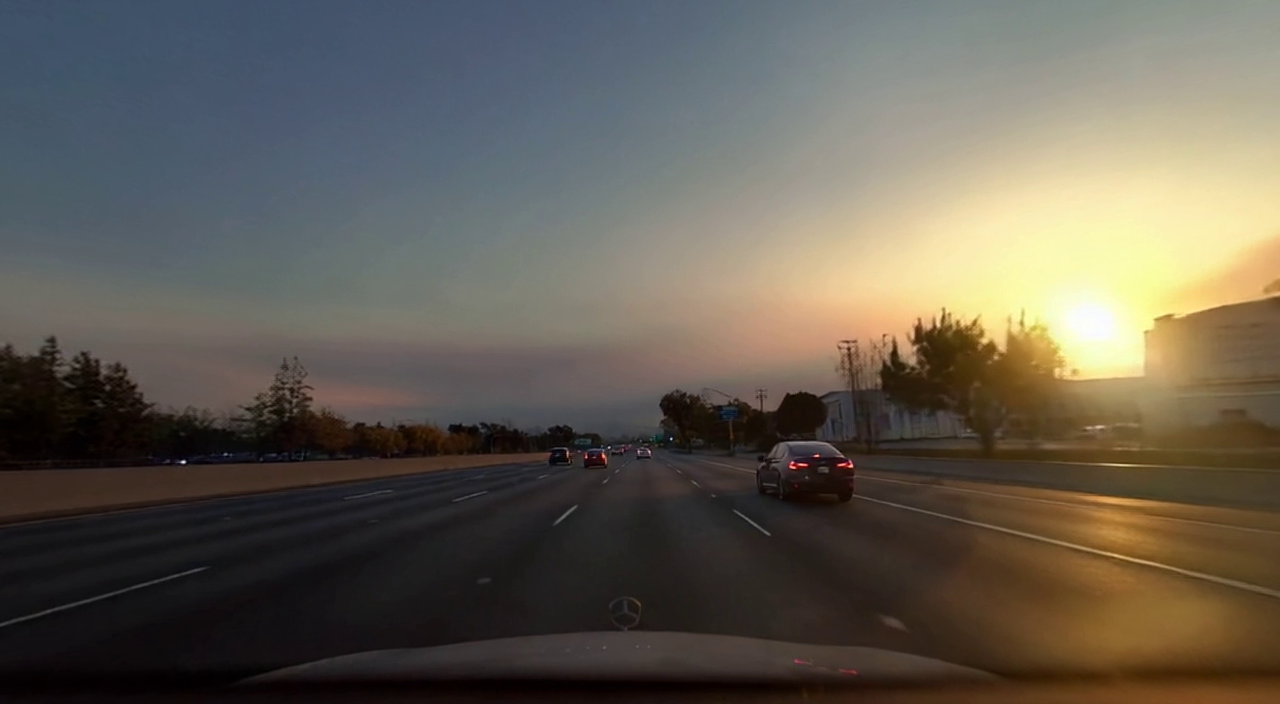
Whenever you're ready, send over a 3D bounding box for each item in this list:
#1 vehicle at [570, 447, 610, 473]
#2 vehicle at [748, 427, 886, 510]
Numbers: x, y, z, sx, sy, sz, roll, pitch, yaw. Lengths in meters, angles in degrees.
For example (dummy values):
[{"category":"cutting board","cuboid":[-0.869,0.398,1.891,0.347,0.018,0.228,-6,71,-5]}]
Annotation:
[{"category":"vehicle","cuboid":[-3.091,6.808,39.949,2.139,1.510,4.506,0,-9,0]},{"category":"vehicle","cuboid":[4.234,2.889,16.050,2.109,1.764,4.704,0,-9,0]}]
